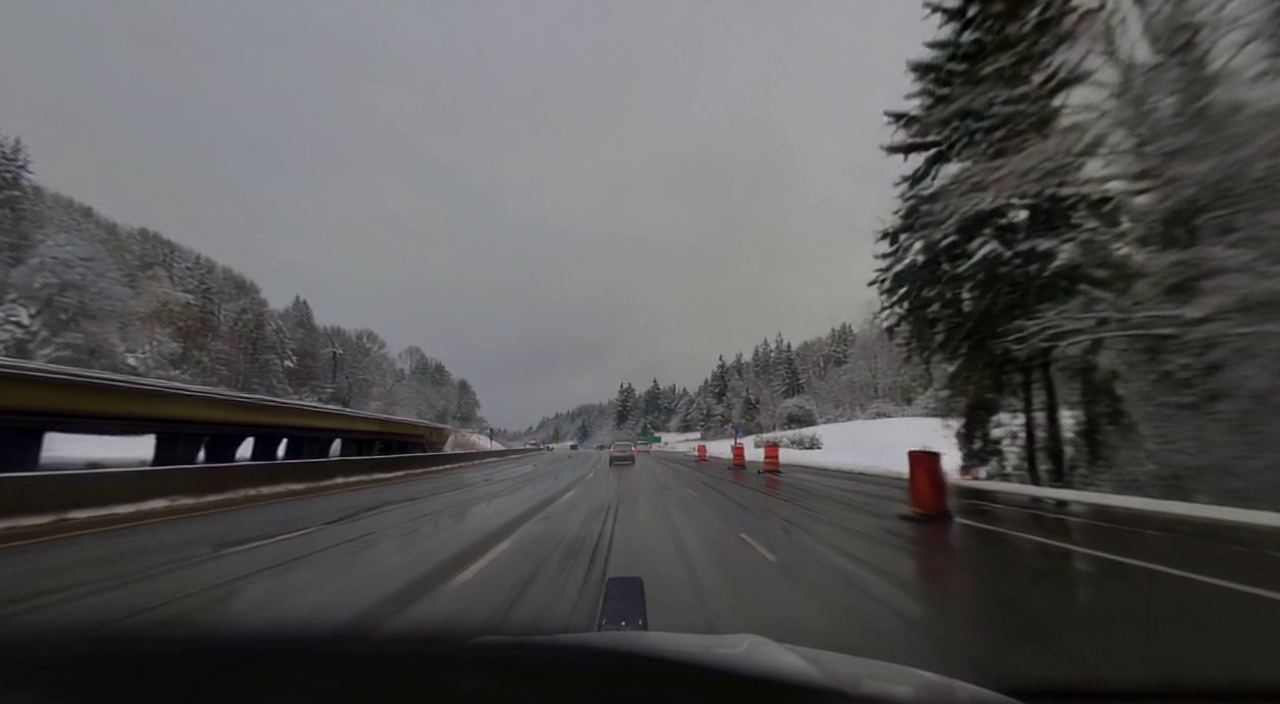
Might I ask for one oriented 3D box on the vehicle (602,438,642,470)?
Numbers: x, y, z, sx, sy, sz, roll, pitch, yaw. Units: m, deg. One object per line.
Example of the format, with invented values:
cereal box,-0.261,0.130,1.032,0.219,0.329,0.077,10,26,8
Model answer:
vehicle,-1.137,6.132,38.268,2.328,1.805,4.502,0,-8,-3
